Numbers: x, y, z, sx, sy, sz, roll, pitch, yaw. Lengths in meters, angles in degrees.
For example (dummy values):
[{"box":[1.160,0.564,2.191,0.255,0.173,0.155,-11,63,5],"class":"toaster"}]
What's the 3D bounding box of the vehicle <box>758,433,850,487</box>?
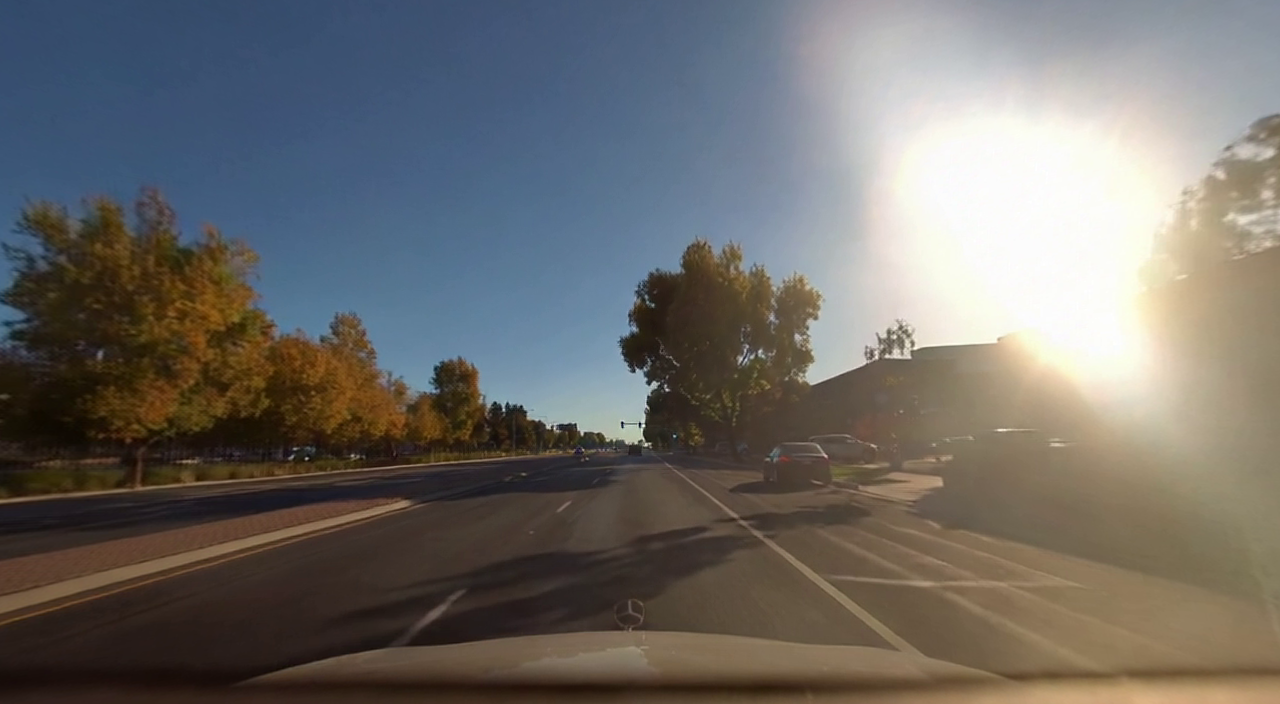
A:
[{"box":[5.617,3.768,22.271,2.057,1.688,4.596,0,-8,1],"class":"vehicle"}]
